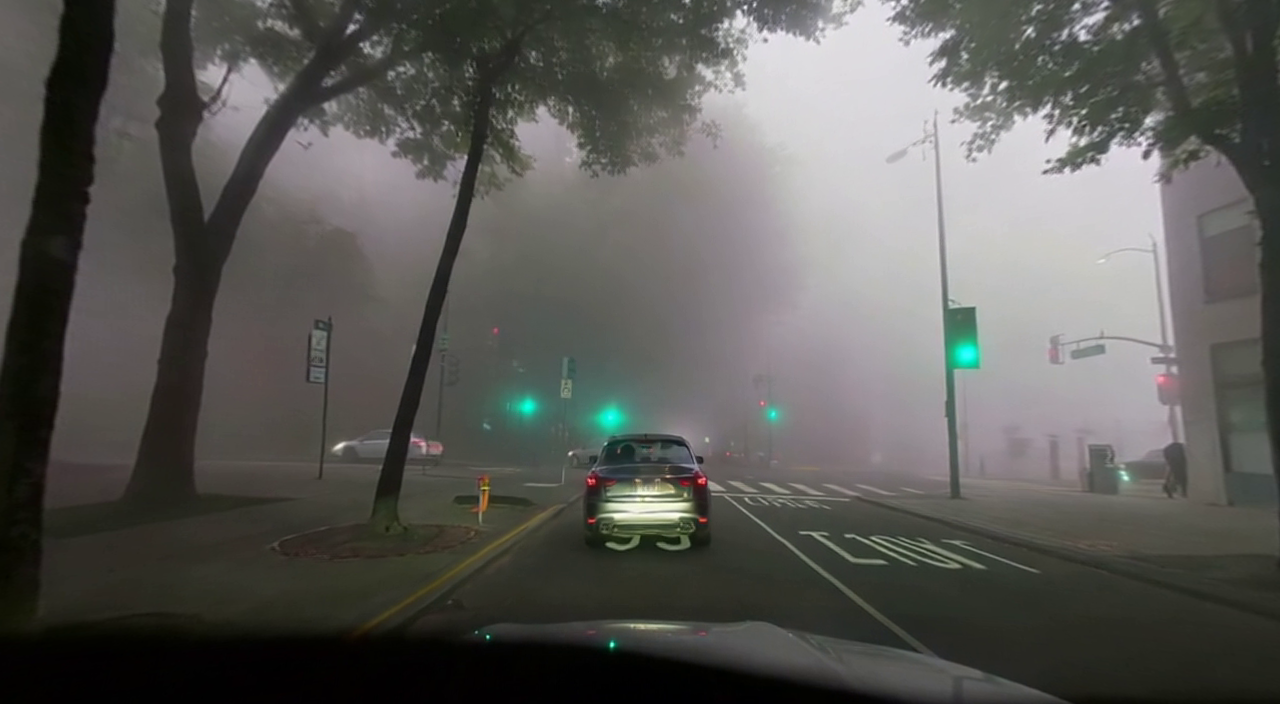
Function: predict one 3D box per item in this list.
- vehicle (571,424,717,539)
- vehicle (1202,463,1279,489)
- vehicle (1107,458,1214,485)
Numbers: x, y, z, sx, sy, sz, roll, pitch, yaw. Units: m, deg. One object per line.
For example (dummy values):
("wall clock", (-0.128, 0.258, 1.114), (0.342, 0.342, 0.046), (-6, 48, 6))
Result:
("vehicle", (0.106, 2.133, 10.951), (2.079, 1.621, 3.861), (-1, -8, 2))
("vehicle", (36.192, 7.248, 37.046), (4.457, 1.409, 1.873), (0, -8, 1))
("vehicle", (30.453, 7.000, 36.963), (4.668, 1.441, 1.904), (0, -8, -4))
